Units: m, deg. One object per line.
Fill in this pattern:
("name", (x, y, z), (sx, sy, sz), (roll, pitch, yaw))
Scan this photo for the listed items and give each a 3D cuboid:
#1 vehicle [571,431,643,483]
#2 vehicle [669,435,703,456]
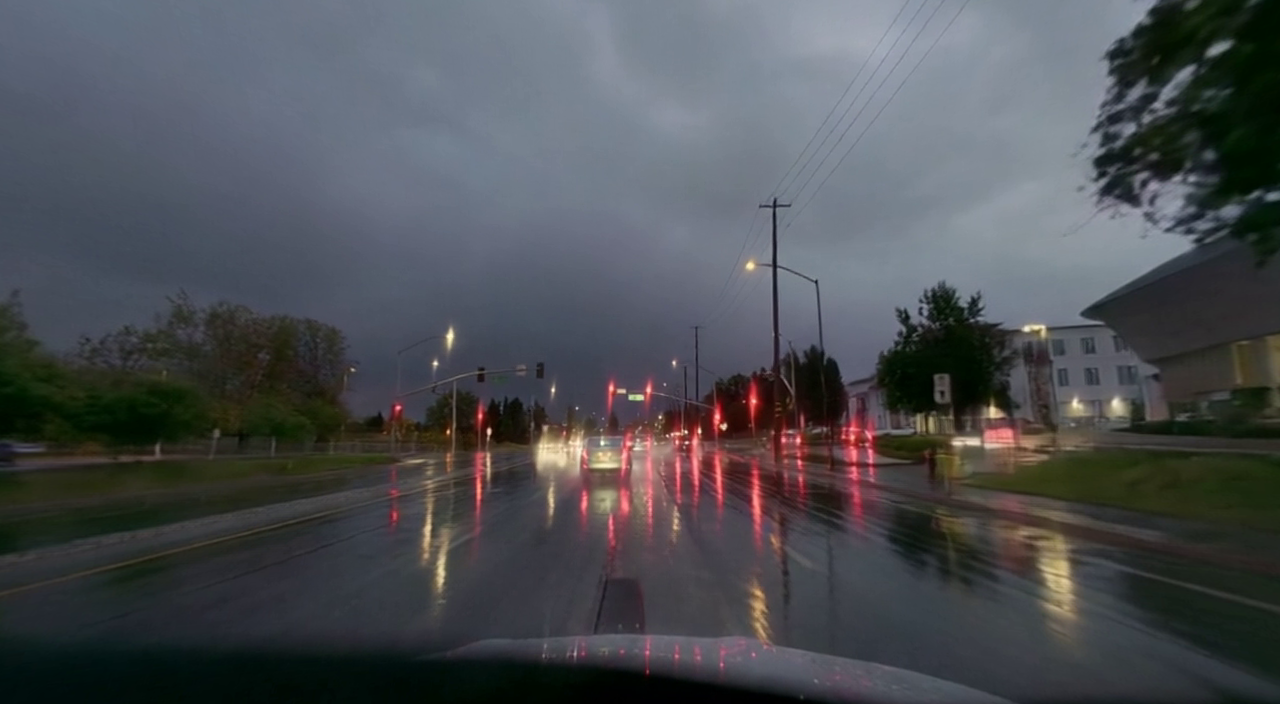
("vehicle", (-0.960, 3.314, 20.232), (2.075, 1.470, 3.962), (0, -8, 0))
("vehicle", (3.331, 6.865, 46.321), (1.945, 1.470, 4.363), (0, -8, -2))
